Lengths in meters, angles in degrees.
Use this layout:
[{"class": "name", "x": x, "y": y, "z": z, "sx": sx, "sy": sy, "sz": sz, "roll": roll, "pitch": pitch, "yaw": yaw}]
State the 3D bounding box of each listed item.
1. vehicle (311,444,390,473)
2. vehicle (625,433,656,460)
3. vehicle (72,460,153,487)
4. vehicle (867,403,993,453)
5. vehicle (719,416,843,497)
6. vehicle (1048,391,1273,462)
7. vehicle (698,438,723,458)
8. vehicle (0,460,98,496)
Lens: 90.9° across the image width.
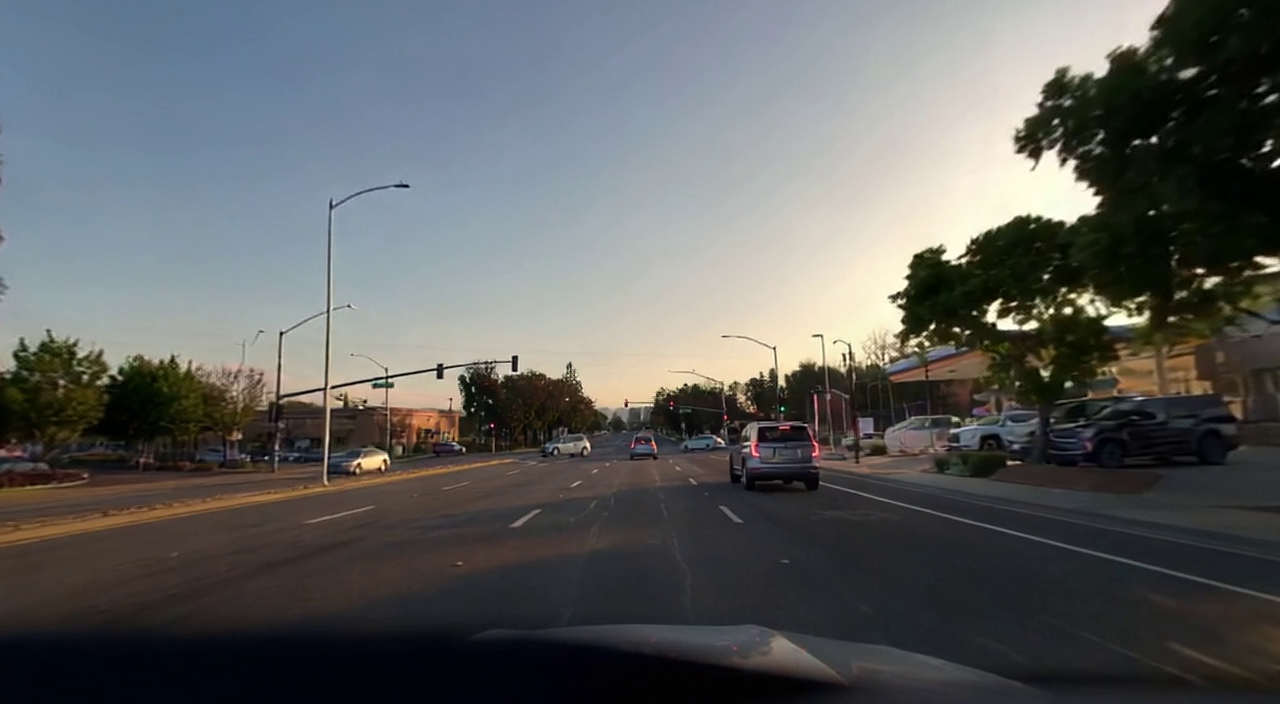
[{"class": "vehicle", "x": -17.348, "y": 6.373, "z": 37.987, "sx": 1.883, "sy": 1.623, "sz": 4.588, "roll": -2, "pitch": -9, "yaw": 12}, {"class": "vehicle", "x": 0.066, "y": 6.542, "z": 43.623, "sx": 2.067, "sy": 1.702, "sz": 3.987, "roll": 0, "pitch": -9, "yaw": 1}, {"class": "vehicle", "x": -40.048, "y": 9.205, "z": 47.927, "sx": 4.632, "sy": 1.454, "sz": 1.808, "roll": 2, "pitch": -9, "yaw": -42}, {"class": "vehicle", "x": 16.223, "y": 4.298, "z": 35.475, "sx": 5.790, "sy": 2.675, "sz": 2.554, "roll": 1, "pitch": -9, "yaw": -5}, {"class": "vehicle", "x": 3.411, "y": 2.659, "z": 16.250, "sx": 2.083, "sy": 1.779, "sz": 4.347, "roll": 0, "pitch": -9, "yaw": -1}, {"class": "vehicle", "x": 15.805, "y": 2.318, "z": 19.397, "sx": 4.864, "sy": 2.023, "sz": 2.132, "roll": 0, "pitch": -9, "yaw": 2}, {"class": "vehicle", "x": 5.293, "y": 7.260, "z": 47.504, "sx": 1.719, "sy": 1.420, "sz": 4.007, "roll": -1, "pitch": -9, "yaw": 4}, {"class": "vehicle", "x": -29.664, "y": 6.138, "z": 31.044, "sx": 1.870, "sy": 1.508, "sz": 4.441, "roll": 0, "pitch": -9, "yaw": 2}]
